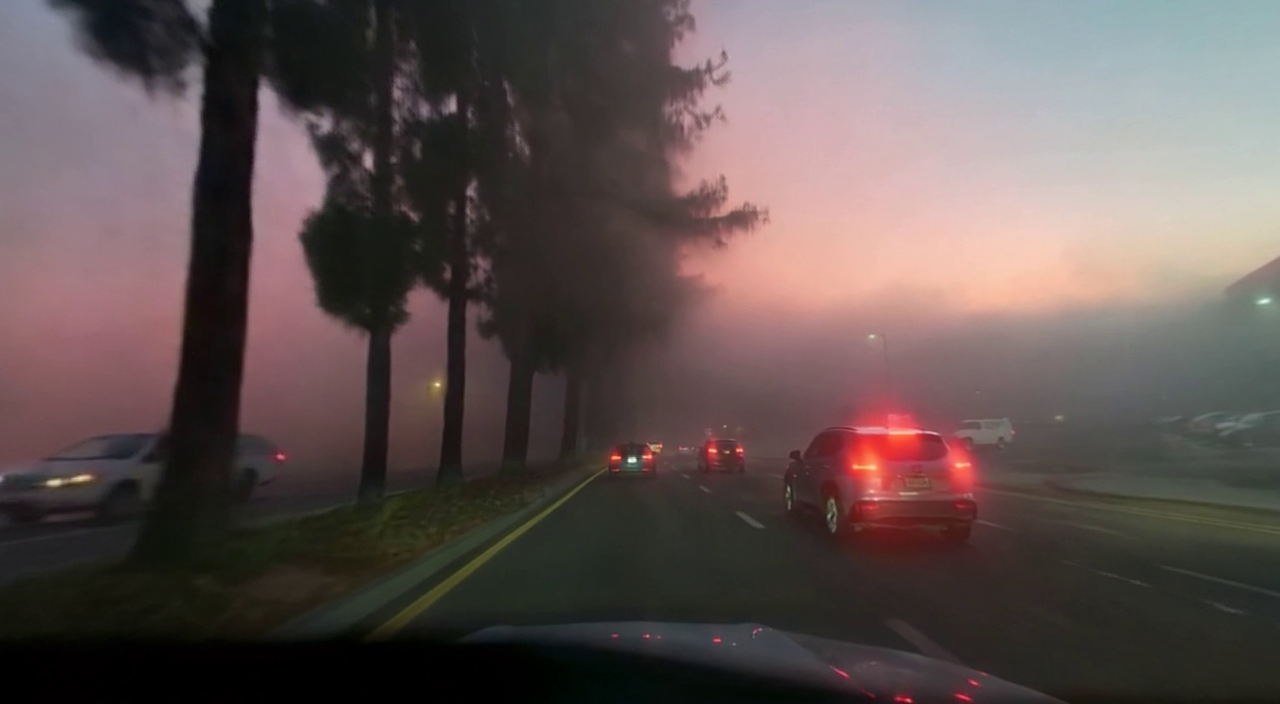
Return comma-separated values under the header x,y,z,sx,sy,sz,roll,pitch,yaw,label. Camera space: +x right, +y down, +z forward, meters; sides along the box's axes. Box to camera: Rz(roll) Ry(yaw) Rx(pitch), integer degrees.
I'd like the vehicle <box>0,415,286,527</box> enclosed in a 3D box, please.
x,y,z,sx,sy,sz,roll,pitch,yaw,label
-11.727,2.708,15.054,2.494,2.052,6.719,0,-9,1,vehicle

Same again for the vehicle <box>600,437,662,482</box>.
x,y,z,sx,sy,sz,roll,pitch,yaw,label
-0.285,3.921,23.150,2.111,1.506,4.018,0,-9,0,vehicle

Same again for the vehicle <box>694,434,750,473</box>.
x,y,z,sx,sy,sz,roll,pitch,yaw,label
3.743,4.745,29.488,1.982,1.709,4.427,0,-9,-1,vehicle

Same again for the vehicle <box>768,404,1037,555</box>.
x,y,z,sx,sy,sz,roll,pitch,yaw,label
3.456,1.789,9.411,2.130,1.718,4.310,0,-9,0,vehicle

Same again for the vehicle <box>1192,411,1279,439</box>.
x,y,z,sx,sy,sz,roll,pitch,yaw,label
34.648,4.269,36.087,1.797,1.452,4.453,0,-9,0,vehicle
